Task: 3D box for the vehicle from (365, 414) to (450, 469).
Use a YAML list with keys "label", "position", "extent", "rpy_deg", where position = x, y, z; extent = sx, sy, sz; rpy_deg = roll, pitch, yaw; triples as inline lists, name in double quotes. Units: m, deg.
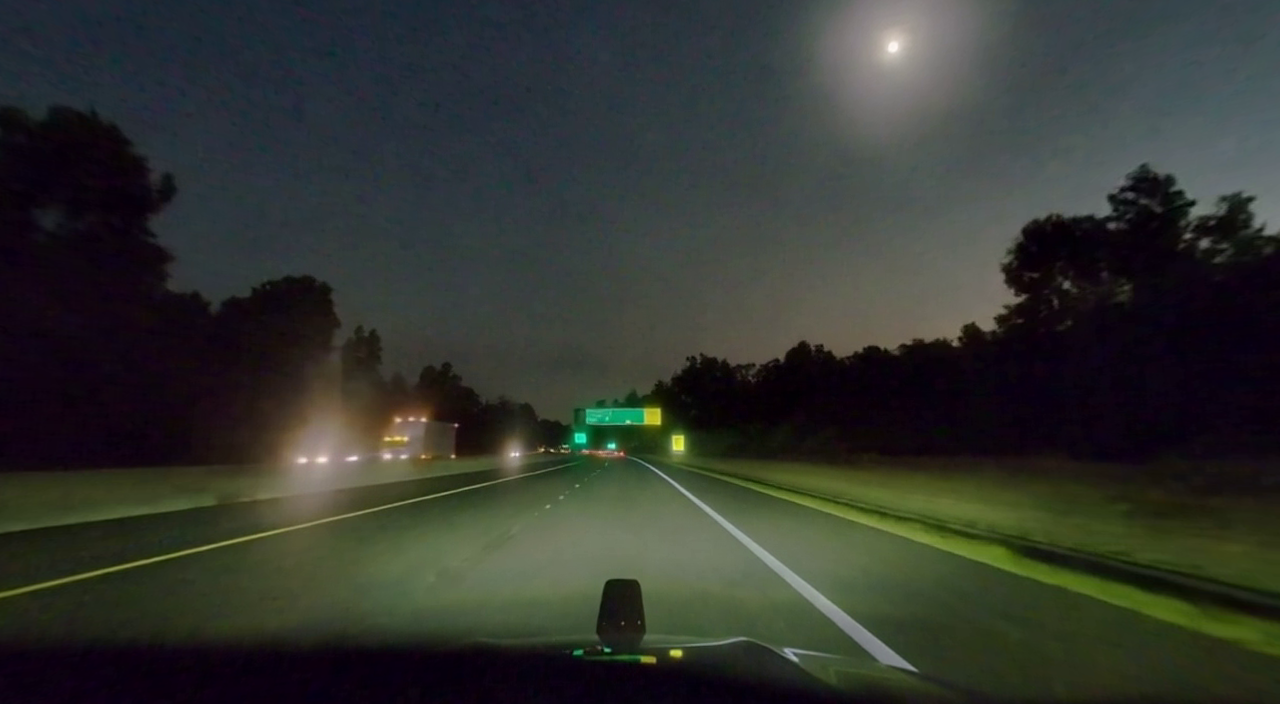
- label: "vehicle"
  position: [-17.008, 6.692, 46.792]
  extent: [3.181, 3.724, 8.274]
  rpy_deg: [0, -9, -1]
